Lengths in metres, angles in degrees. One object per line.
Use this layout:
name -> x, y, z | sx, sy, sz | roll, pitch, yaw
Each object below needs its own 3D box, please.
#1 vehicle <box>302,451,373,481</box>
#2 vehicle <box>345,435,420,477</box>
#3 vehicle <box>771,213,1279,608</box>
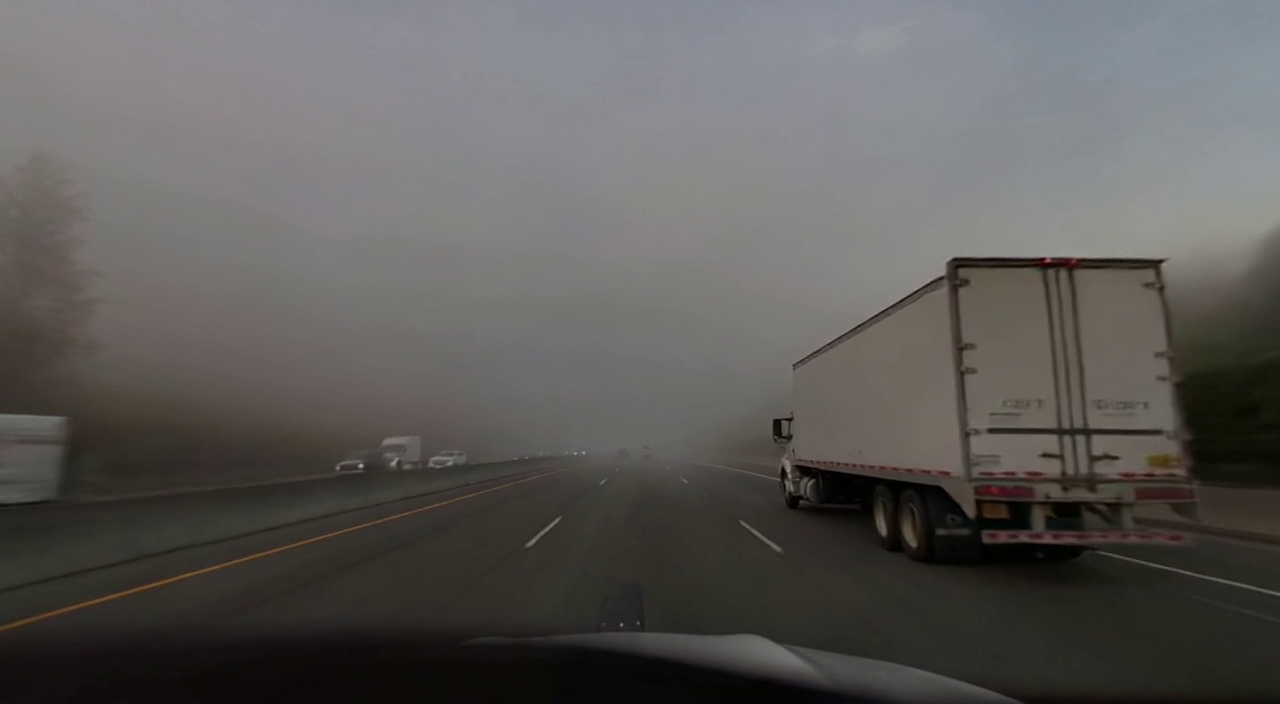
vehicle -> -19.338, 7.302, 40.638 | 1.909, 1.768, 5.200 | 0, -9, 1
vehicle -> -19.295, 7.849, 47.771 | 2.658, 2.883, 6.850 | 0, -9, 1
vehicle -> 4.321, 1.046, 9.352 | 2.771, 3.313, 8.121 | 0, -9, -1
